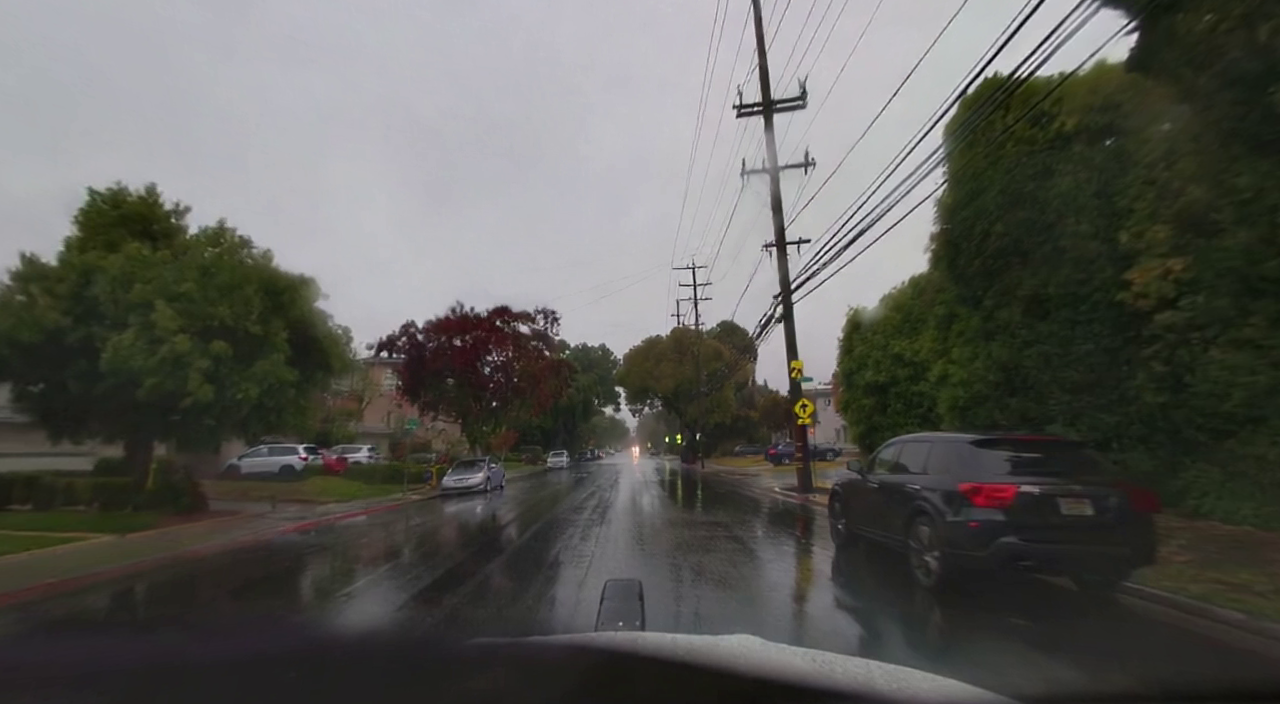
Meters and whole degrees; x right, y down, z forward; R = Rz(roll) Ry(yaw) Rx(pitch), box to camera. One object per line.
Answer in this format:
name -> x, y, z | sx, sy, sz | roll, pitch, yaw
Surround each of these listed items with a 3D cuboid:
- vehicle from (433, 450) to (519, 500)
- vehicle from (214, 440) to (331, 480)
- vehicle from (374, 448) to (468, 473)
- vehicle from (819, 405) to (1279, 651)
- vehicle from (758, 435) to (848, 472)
vehicle -> -6.175, 4.666, 24.391 | 2.022, 1.550, 4.669 | -4, -9, 0
vehicle -> -17.134, 5.052, 29.663 | 4.123, 1.787, 2.194 | 1, -9, -6
vehicle -> -14.382, 7.160, 41.755 | 5.395, 1.615, 2.132 | 0, -9, -1
vehicle -> 3.684, 1.580, 6.780 | 2.091, 1.731, 4.410 | 0, -9, -2
vehicle -> 10.079, 6.285, 39.202 | 4.822, 1.864, 2.100 | -4, -8, -5
